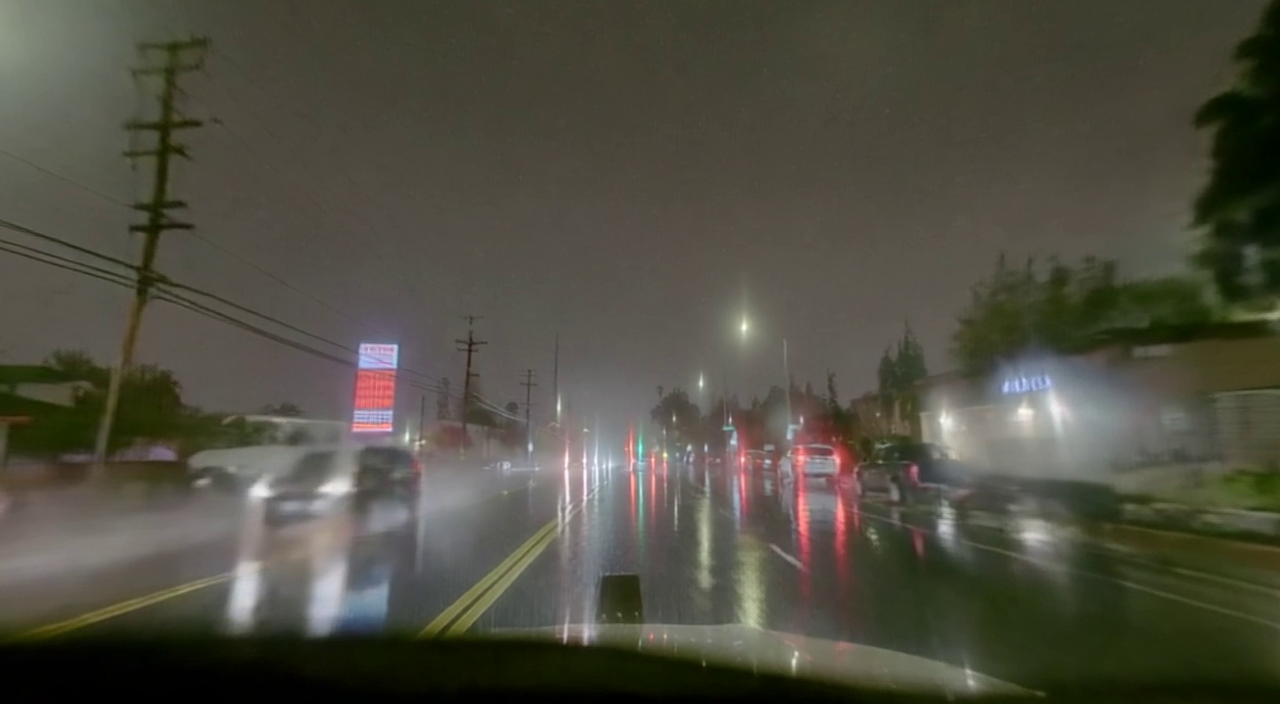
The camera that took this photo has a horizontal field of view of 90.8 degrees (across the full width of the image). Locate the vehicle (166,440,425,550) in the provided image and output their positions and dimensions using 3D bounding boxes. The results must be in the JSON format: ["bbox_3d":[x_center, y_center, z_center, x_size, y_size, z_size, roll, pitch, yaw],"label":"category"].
[{"bbox_3d":[-5.992,2.501,11.903,2.213,1.626,4.736,0,-9,0],"label":"vehicle"}]

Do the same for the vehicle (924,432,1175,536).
[{"bbox_3d":[7.962,2.580,13.024,2.003,1.723,4.654,0,-9,-1],"label":"vehicle"}]

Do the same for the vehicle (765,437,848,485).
[{"bbox_3d":[7.671,5.100,29.875,2.370,2.022,5.918,0,-9,1],"label":"vehicle"}]

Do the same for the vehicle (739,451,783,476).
[{"bbox_3d":[7.773,7.189,40.892,1.833,1.475,4.648,0,-9,-1],"label":"vehicle"}]

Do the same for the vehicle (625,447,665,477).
[{"bbox_3d":[0.232,6.077,35.265,2.067,1.547,4.513,0,-9,-1],"label":"vehicle"}]

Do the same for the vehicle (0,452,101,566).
[{"bbox_3d":[-9.671,2.013,7.771,2.060,1.507,4.532,0,-9,0],"label":"vehicle"}]
